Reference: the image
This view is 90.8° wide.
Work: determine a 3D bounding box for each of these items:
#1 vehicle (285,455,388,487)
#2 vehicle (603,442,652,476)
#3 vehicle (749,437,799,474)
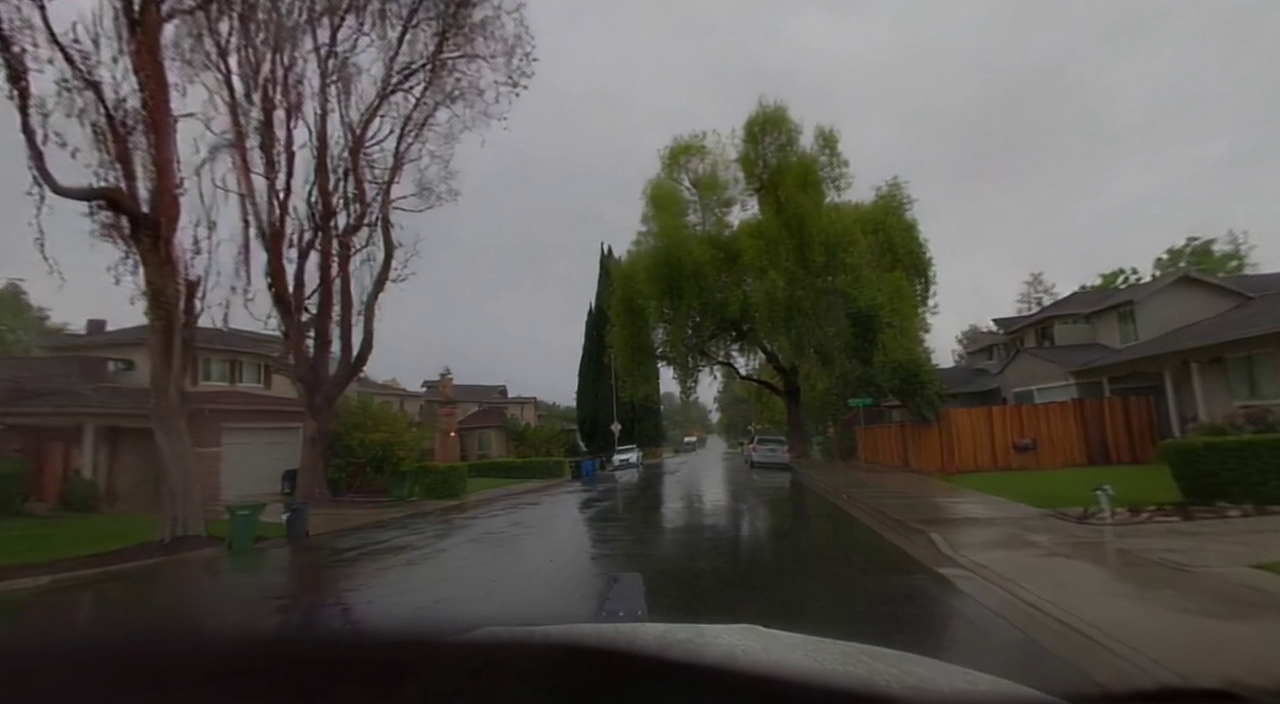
[{"bbox_3d":[-15.319,6.002,31.989,4.404,1.495,1.844,-2,-9,10],"label":"vehicle"},{"bbox_3d":[-0.726,6.832,40.661,2.208,1.834,4.675,-7,-9,8],"label":"vehicle"},{"bbox_3d":[6.175,4.823,29.573,2.005,1.553,3.984,0,-9,8],"label":"vehicle"}]
